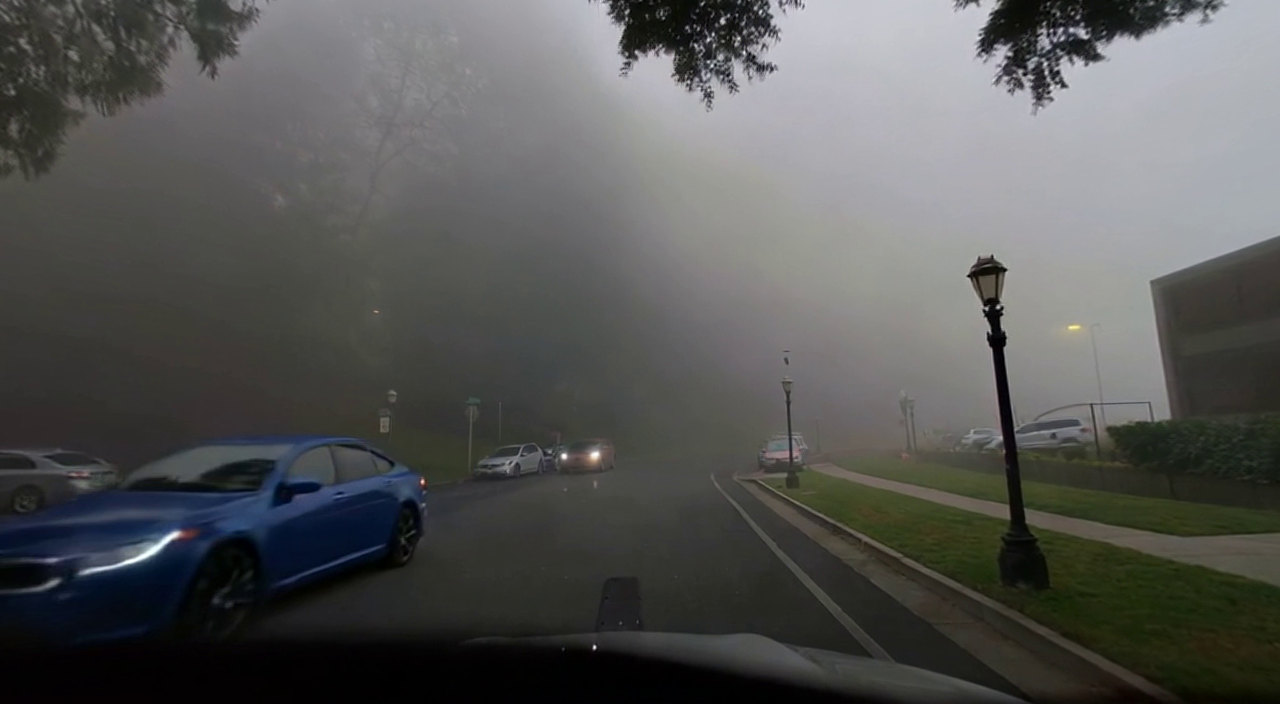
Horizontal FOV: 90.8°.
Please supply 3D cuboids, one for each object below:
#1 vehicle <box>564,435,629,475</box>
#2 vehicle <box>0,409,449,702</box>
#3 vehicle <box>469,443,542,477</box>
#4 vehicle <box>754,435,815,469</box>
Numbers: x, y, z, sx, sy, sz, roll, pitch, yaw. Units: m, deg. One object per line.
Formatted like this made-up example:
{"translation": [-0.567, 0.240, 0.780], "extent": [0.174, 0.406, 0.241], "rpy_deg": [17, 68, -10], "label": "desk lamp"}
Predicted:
{"translation": [-1.879, 4.678, 28.893], "extent": [2.110, 1.651, 4.410], "rpy_deg": [-1, -9, 8], "label": "vehicle"}
{"translation": [-3.537, 1.408, 5.672], "extent": [2.056, 1.508, 4.596], "rpy_deg": [-1, -9, 2], "label": "vehicle"}
{"translation": [-6.075, 4.933, 29.086], "extent": [1.968, 1.443, 4.358], "rpy_deg": [-1, -9, 6], "label": "vehicle"}
{"translation": [6.686, 4.685, 29.695], "extent": [1.918, 1.461, 4.419], "rpy_deg": [0, -8, 1], "label": "vehicle"}
